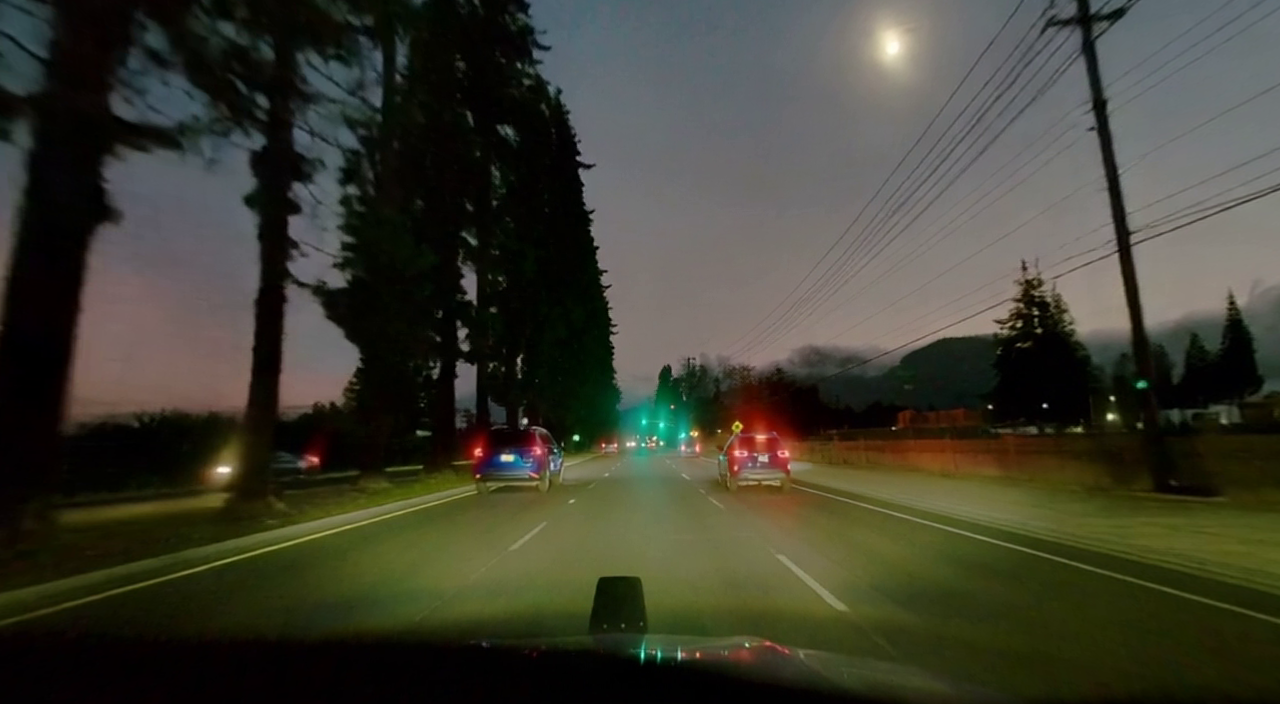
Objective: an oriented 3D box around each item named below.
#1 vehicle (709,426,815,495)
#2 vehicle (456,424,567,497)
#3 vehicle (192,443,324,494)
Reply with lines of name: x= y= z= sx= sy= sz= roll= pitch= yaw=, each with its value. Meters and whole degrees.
vehicle: x=3.395 y=3.143 z=18.604 sx=2.182 sy=1.744 sz=4.464 roll=0 pitch=-8 yaw=-1
vehicle: x=-3.429 y=3.006 z=17.829 sx=2.104 sy=1.785 sz=4.494 roll=0 pitch=-8 yaw=1
vehicle: x=-13.764 y=4.181 z=23.106 sx=1.961 sy=1.655 sz=4.491 roll=0 pitch=-8 yaw=1
